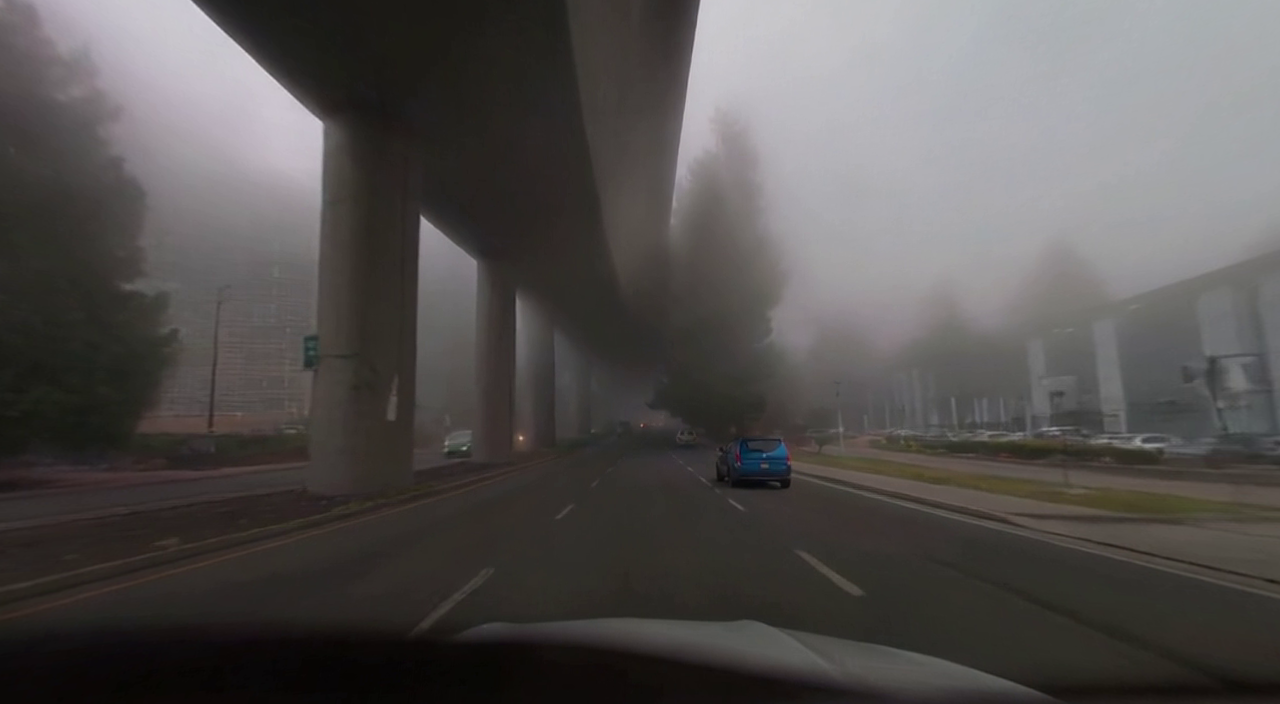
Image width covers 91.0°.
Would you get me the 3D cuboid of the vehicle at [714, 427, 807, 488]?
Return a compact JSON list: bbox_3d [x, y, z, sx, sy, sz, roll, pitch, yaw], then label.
[{"bbox_3d":[3.707,3.359,20.261,2.110,1.712,4.489,0,-9,0],"label":"vehicle"}]
